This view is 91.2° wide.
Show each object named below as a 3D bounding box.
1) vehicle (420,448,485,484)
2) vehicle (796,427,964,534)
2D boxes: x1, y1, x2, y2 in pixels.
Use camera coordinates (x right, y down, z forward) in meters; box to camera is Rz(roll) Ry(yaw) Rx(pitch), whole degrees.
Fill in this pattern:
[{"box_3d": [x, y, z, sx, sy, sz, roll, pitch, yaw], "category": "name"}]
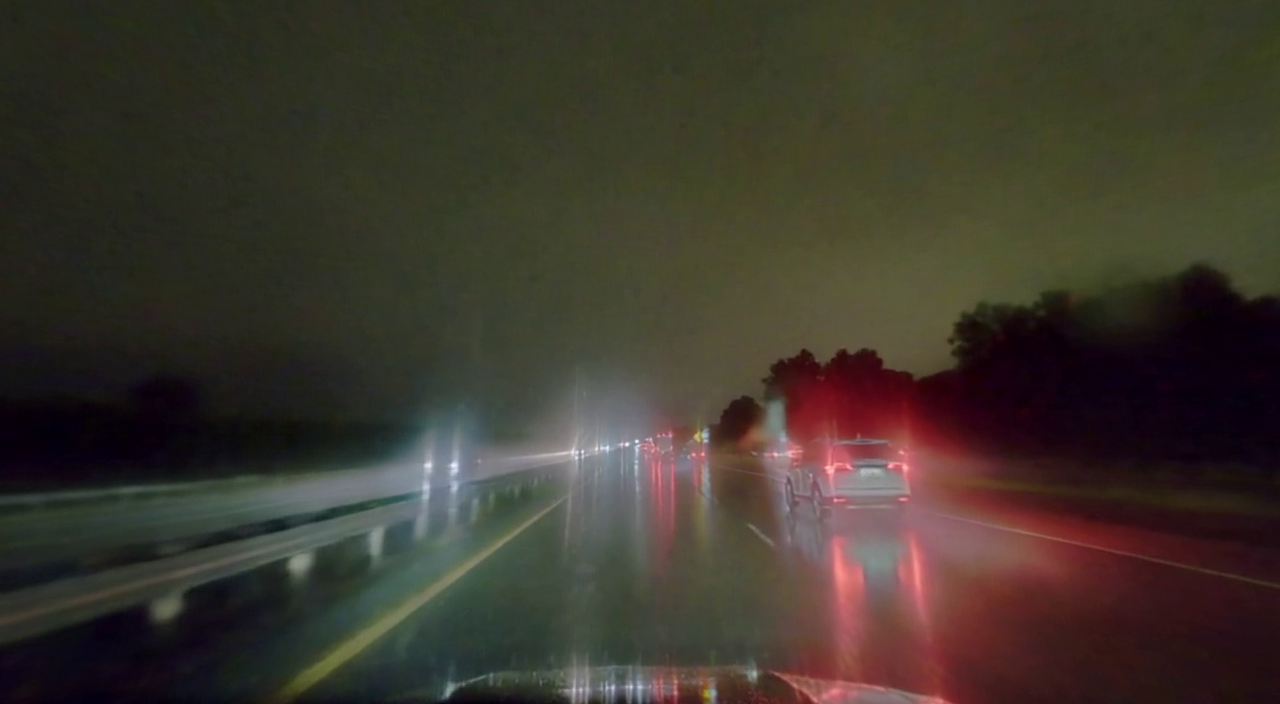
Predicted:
[{"box_3d": [-9.094, 5.546, 30.839, 1.963, 1.577, 4.320, 0, -9, -1], "category": "vehicle"}, {"box_3d": [4.065, 2.220, 11.418, 2.001, 1.555, 4.098, -2, -9, 9], "category": "vehicle"}]
